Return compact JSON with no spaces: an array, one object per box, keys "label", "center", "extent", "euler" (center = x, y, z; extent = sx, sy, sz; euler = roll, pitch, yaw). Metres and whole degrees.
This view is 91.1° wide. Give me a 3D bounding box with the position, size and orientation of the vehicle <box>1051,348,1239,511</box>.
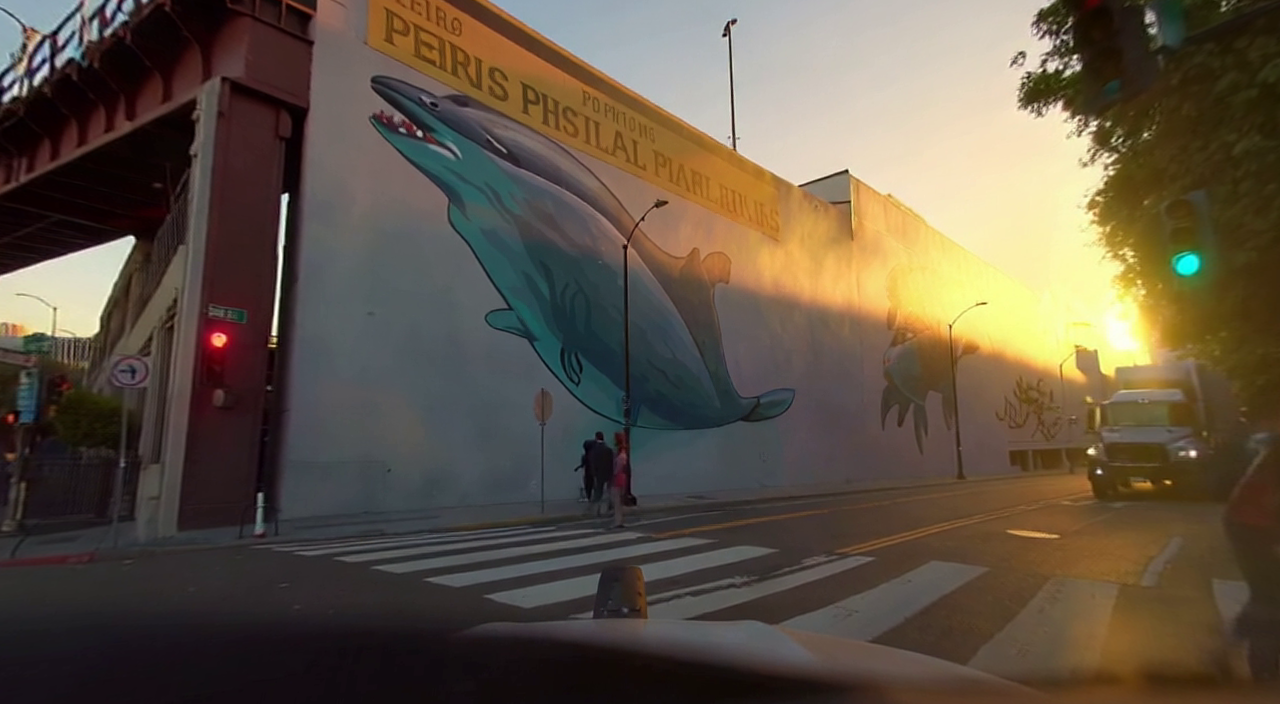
[{"label":"vehicle","center":[15.796,2.432,19.279],"extent":[9.347,3.893,2.849],"euler":[7,-11,-43]}]
